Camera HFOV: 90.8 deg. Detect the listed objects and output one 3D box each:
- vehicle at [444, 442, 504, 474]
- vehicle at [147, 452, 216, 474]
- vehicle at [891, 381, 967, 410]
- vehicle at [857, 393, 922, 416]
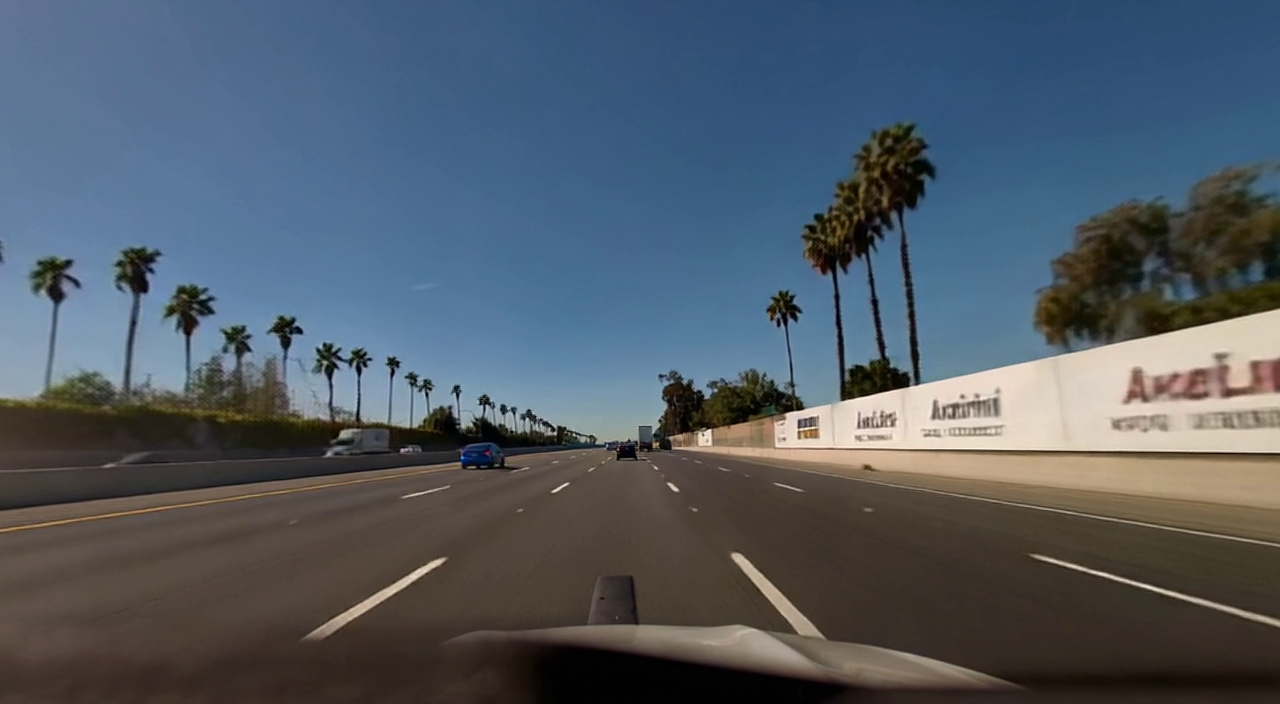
[{"bbox_3d":[-8.563,5.492,33.011,1.971,1.552,4.465,0,-9,0],"label":"vehicle"},{"bbox_3d":[-33.295,8.054,45.999,1.821,1.429,4.287,0,-9,0],"label":"vehicle"},{"bbox_3d":[16.930,2.572,37.107,3.587,1.458,1.870,1,-8,2],"label":"vehicle"},{"bbox_3d":[16.651,3.496,42.231,3.548,1.362,1.745,-1,-9,1],"label":"vehicle"}]
